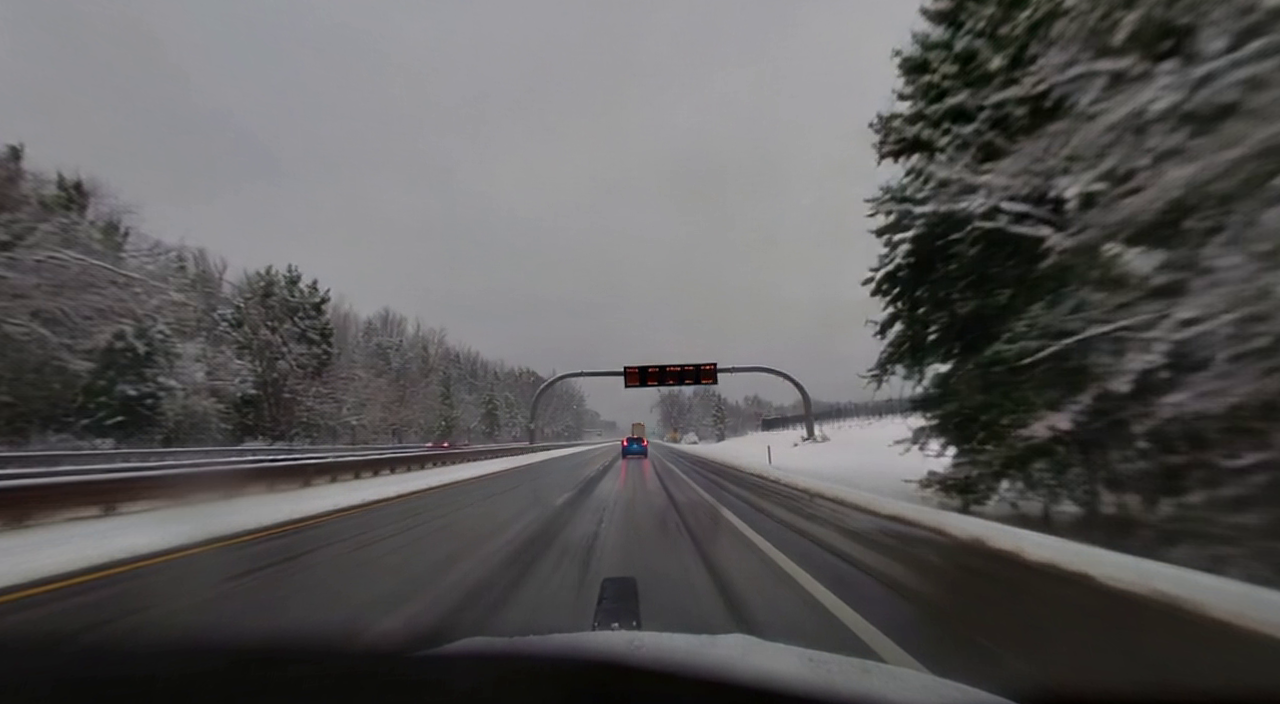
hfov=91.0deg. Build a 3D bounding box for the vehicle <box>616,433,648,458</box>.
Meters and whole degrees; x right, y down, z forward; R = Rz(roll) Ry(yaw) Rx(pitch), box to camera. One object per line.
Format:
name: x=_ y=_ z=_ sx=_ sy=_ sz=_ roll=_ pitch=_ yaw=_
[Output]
vehicle: x=-0.584 y=6.648 z=44.853 sx=2.180 sy=1.717 sz=4.139 roll=0 pitch=-8 yaw=-1
